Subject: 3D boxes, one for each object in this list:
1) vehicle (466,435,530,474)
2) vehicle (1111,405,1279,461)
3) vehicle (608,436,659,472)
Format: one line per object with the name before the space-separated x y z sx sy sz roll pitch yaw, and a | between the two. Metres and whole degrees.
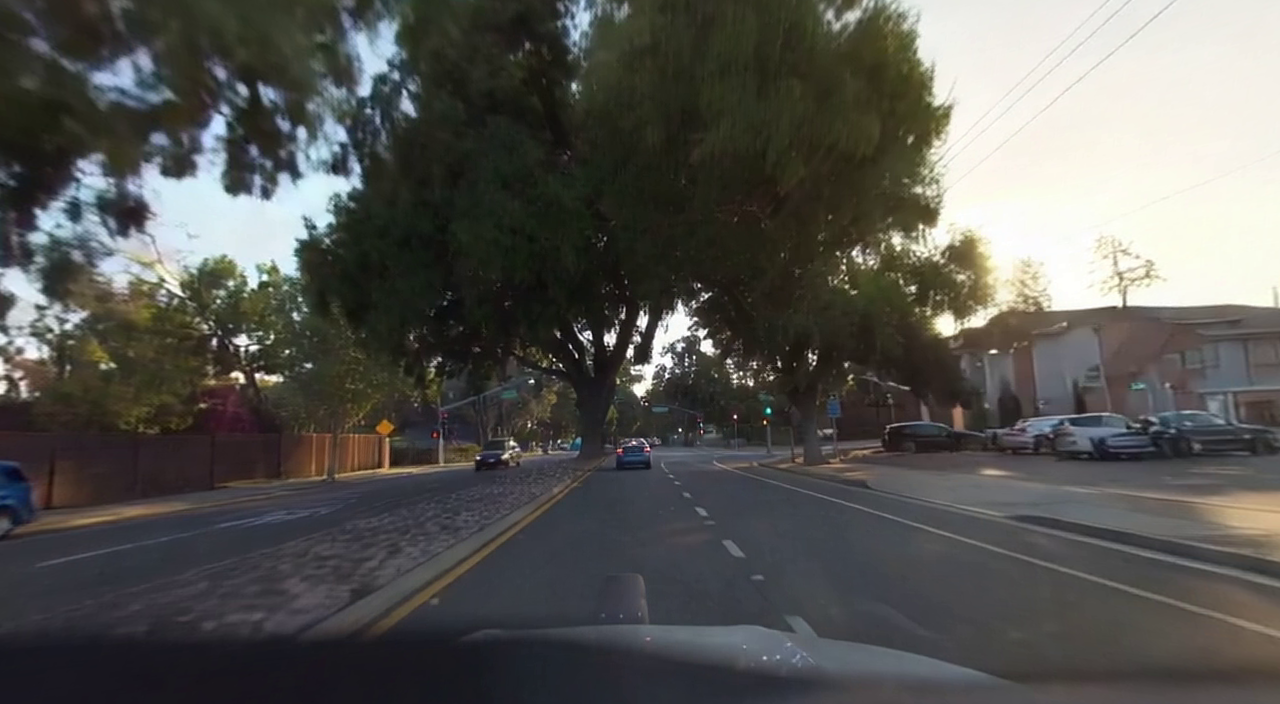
vehicle | -6.931 5.079 31.349 2.117 1.756 4.375 0 -9 0
vehicle | 16.638 2.345 18.097 4.658 1.495 1.978 0 -9 1
vehicle | -0.260 4.572 28.362 2.104 1.462 3.991 0 -9 0
